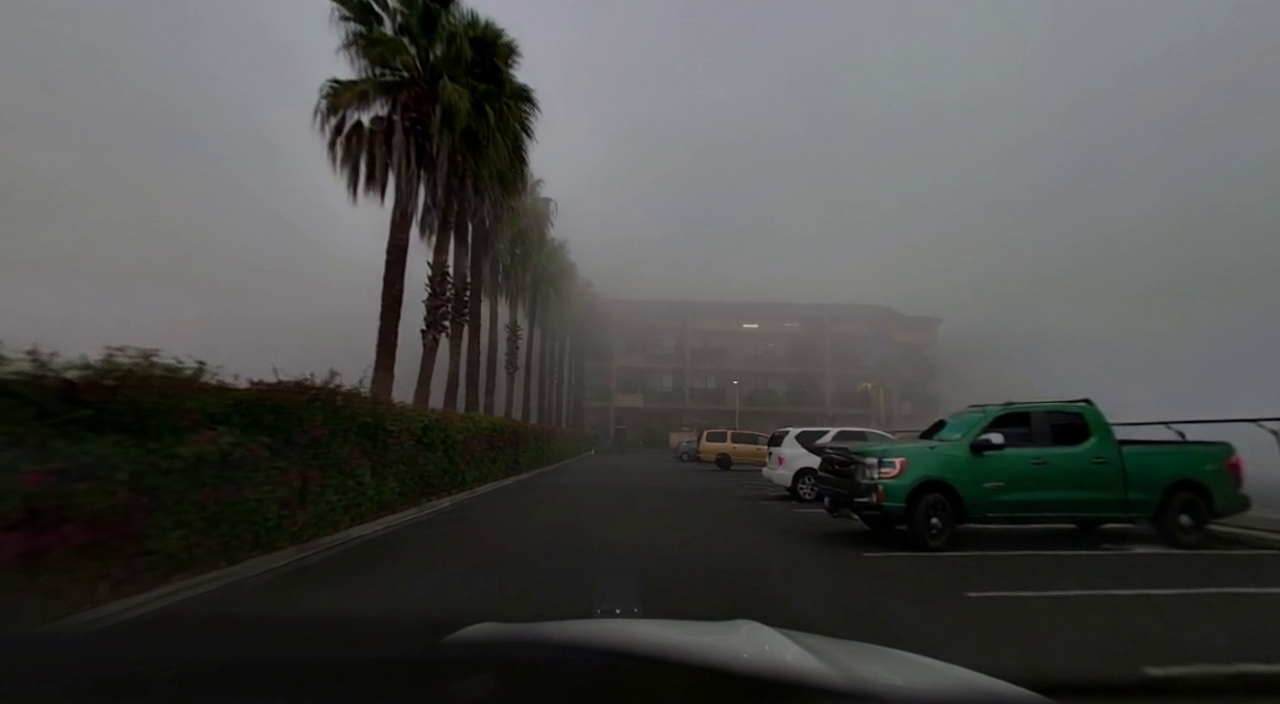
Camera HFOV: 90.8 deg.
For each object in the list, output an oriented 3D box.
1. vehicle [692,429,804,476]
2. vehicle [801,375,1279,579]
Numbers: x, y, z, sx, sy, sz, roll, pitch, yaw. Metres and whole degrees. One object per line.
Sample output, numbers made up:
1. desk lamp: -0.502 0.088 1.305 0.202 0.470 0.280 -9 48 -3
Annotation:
1. vehicle: 4.776 4.505 28.351 4.609 1.734 1.909 3 -9 0
2. vehicle: 5.219 1.564 8.350 5.639 2.033 2.172 3 -7 3
